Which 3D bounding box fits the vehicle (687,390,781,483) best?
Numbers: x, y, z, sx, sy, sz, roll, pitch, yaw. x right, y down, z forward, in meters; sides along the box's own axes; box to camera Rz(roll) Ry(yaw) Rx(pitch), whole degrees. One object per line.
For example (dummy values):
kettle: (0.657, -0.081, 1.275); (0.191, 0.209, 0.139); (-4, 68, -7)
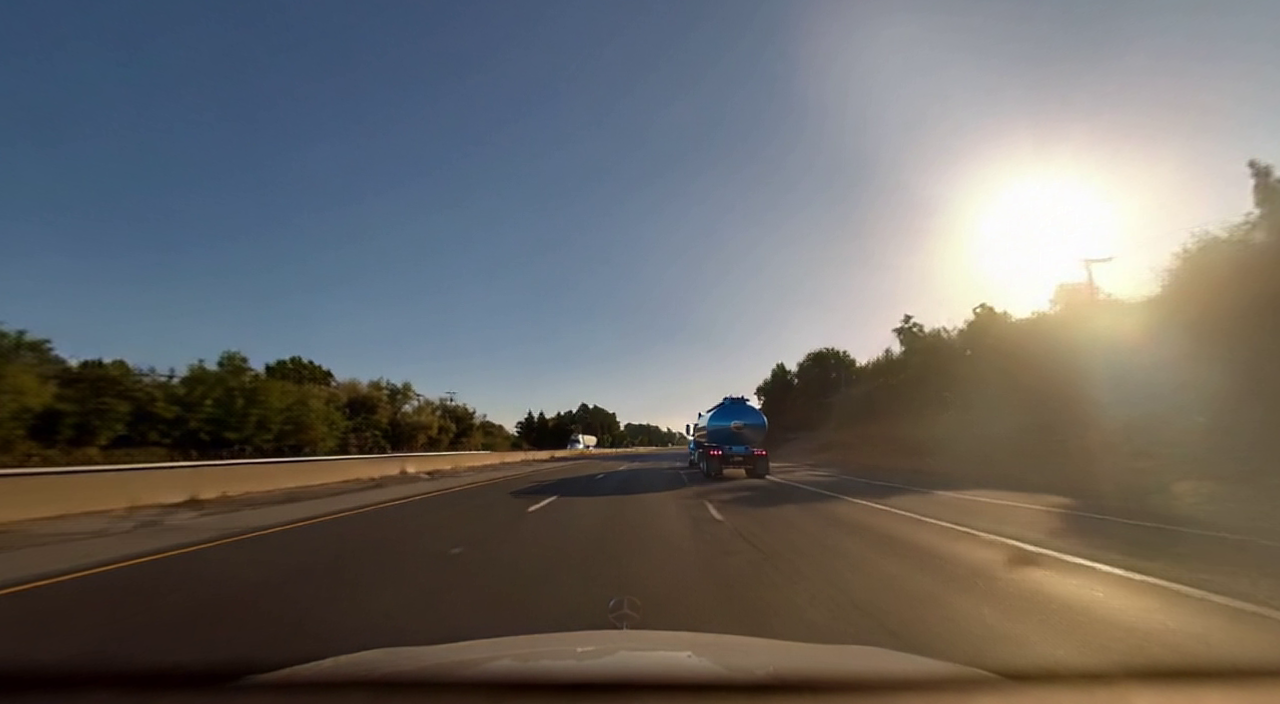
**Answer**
vehicle: (4.199, 4.353, 31.887); (2.880, 3.624, 14.397); (0, -8, 1)
